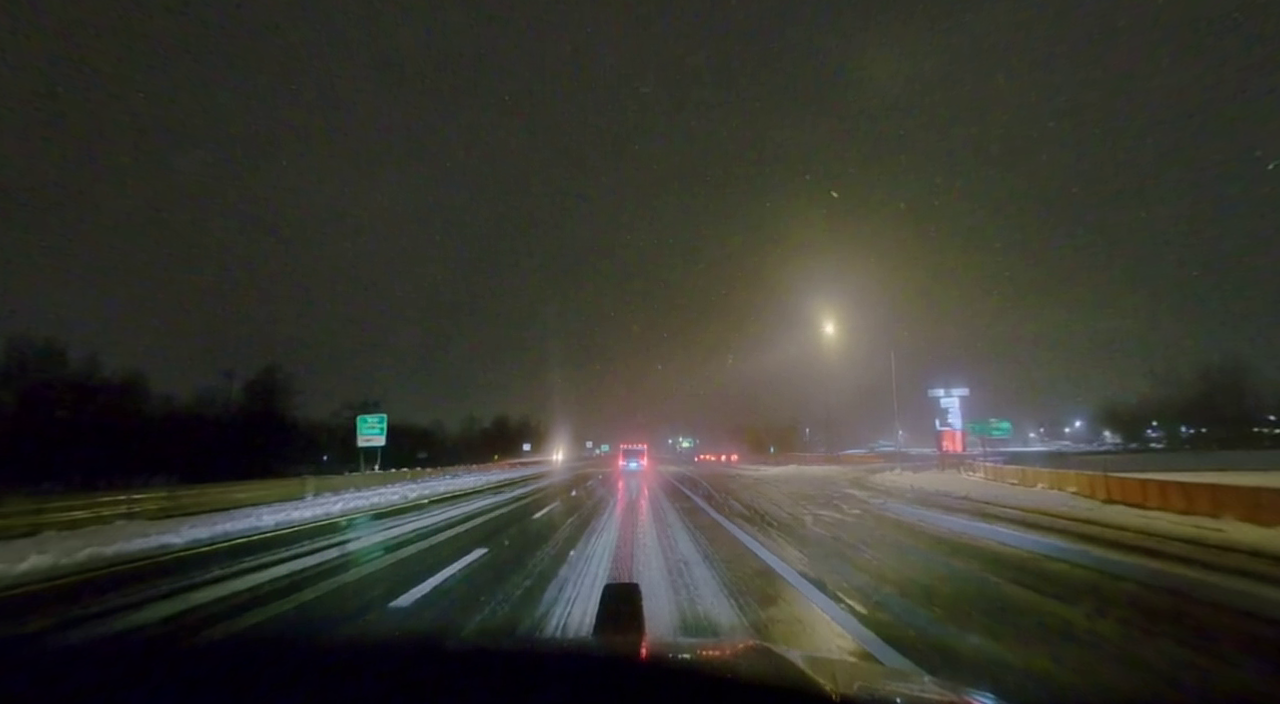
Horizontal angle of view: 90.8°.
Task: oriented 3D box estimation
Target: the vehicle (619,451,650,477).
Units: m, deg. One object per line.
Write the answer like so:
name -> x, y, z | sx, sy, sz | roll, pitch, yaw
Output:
vehicle -> -0.274, 6.568, 37.193 | 1.695, 1.437, 3.506 | 0, -9, 1
